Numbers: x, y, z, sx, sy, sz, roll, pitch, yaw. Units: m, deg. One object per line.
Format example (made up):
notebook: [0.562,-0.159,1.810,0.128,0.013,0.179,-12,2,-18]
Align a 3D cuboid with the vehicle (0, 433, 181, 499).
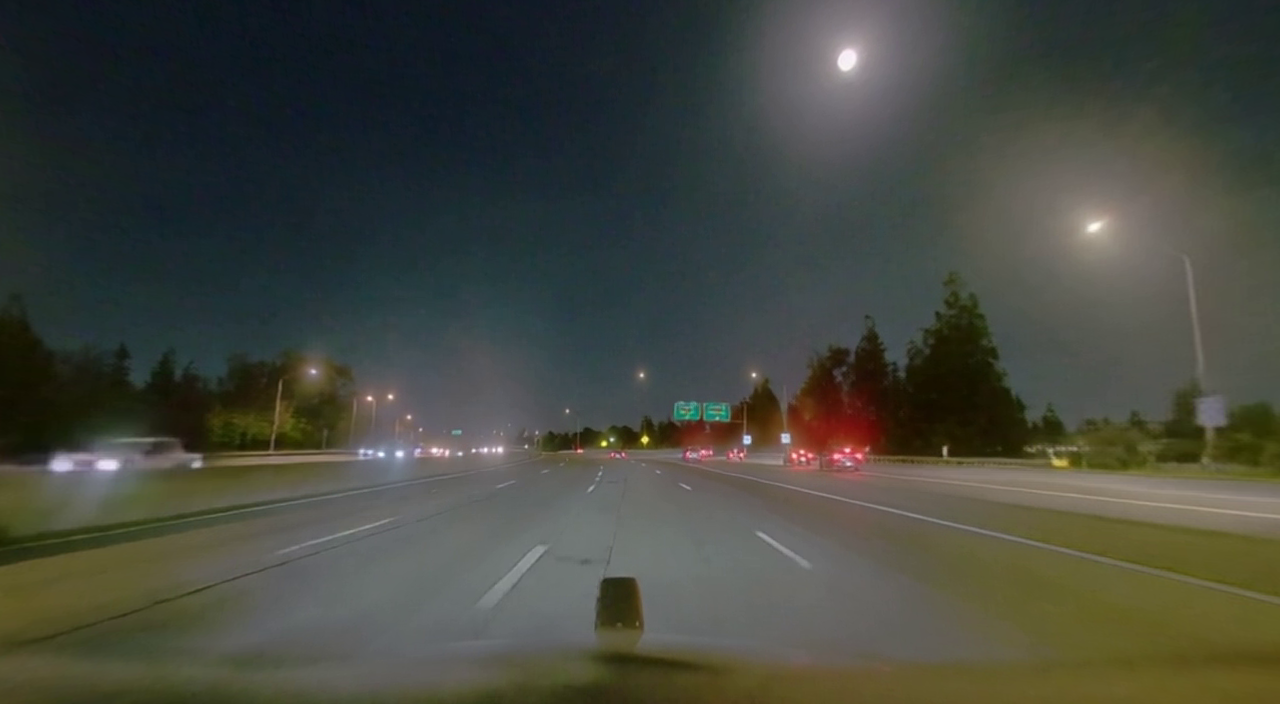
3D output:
vehicle: [-19.897,4.052,22.697,2.374,2.041,5.885,0,-9,-2]
